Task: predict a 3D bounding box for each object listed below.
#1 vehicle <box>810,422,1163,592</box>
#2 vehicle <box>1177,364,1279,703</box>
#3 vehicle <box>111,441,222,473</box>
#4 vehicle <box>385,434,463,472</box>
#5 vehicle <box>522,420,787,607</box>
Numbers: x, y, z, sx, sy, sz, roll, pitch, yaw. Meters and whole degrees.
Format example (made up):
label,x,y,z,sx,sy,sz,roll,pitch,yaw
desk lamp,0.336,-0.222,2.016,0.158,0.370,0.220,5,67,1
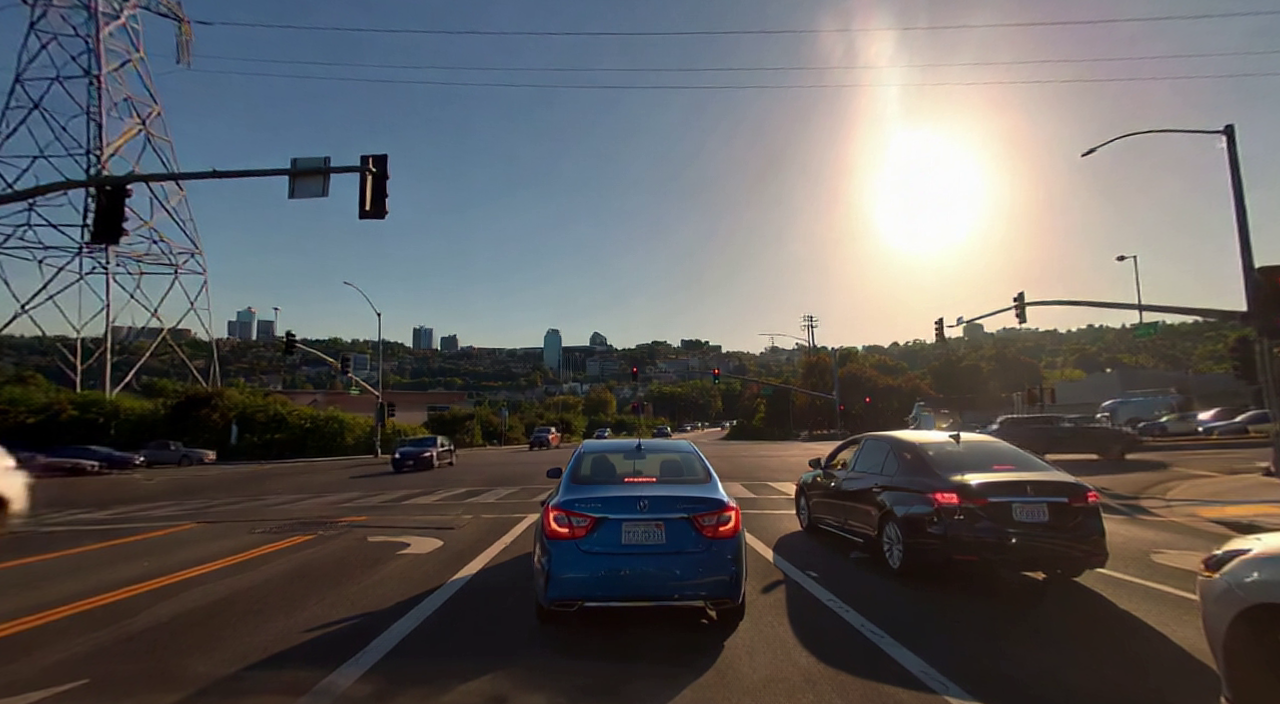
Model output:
label,x,y,z,sx,sy,sz,roll,pitch,yaw
vehicle,3.643,1.684,7.725,1.835,1.473,4.190,0,-8,-2
vehicle,3.403,0.589,0.630,1.926,1.614,4.330,0,-8,1
vehicle,-26.043,5.770,34.786,4.417,1.637,1.956,0,-8,-2
vehicle,-9.622,4.525,28.402,1.910,1.537,4.123,-1,-8,2
vehicle,0.103,1.597,7.129,2.117,1.474,4.036,0,-8,0
